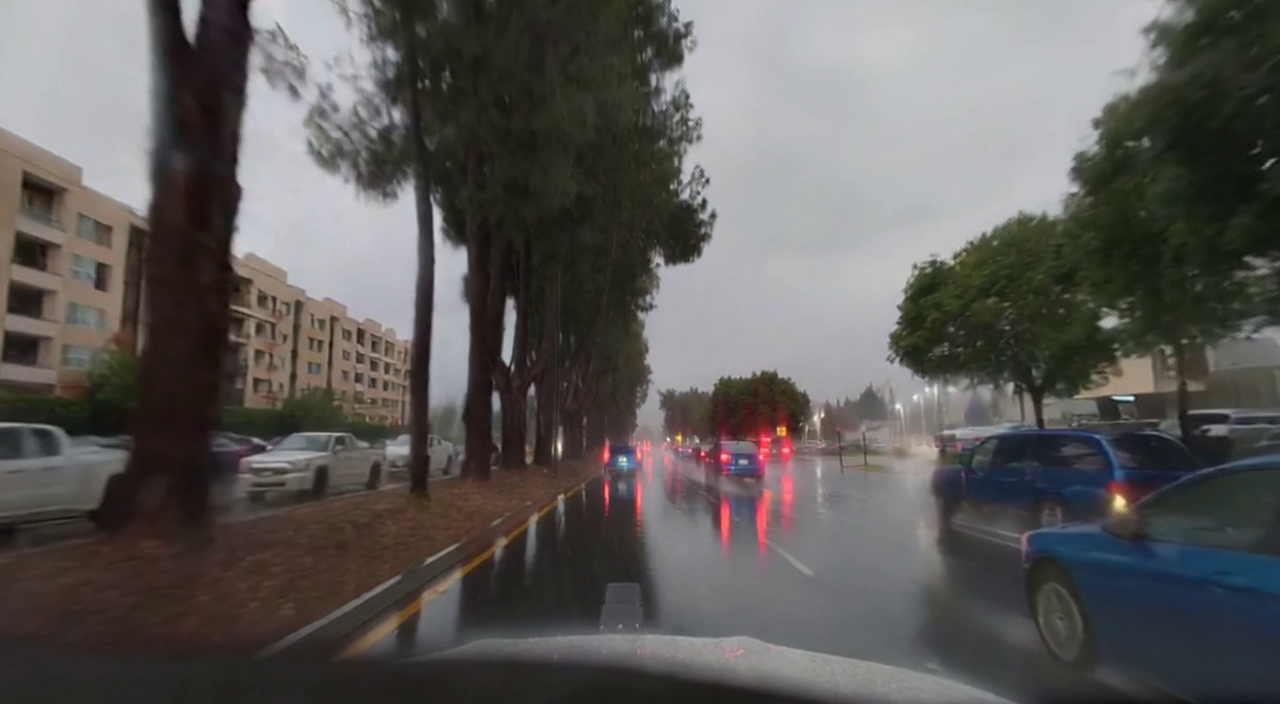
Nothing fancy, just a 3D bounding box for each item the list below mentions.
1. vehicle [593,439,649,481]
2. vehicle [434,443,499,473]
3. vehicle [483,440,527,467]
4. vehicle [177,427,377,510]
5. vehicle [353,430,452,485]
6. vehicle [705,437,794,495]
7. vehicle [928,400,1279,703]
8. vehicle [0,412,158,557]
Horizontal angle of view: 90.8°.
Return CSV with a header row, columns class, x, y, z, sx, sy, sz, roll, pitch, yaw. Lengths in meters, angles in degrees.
class,x,y,z,sx,sy,sz,roll,pitch,yaw
vehicle,-0.687,4.138,24.451,1.994,1.479,3.647,0,-8,0
vehicle,-9.022,5.523,33.218,2.148,1.473,4.709,0,-8,-1
vehicle,-9.030,6.792,42.721,2.019,1.668,4.433,-1,-8,0
vehicle,-8.901,2.886,16.187,2.145,1.747,5.014,-1,-8,0
vehicle,-9.023,4.031,24.512,2.043,1.860,4.656,-1,-8,0
vehicle,3.096,3.303,18.662,1.852,1.498,3.825,0,-8,-2
vehicle,3.393,0.985,2.778,2.021,1.471,4.666,0,-8,0
vehicle,-8.822,1.651,7.882,2.105,1.745,4.478,0,-8,-1
